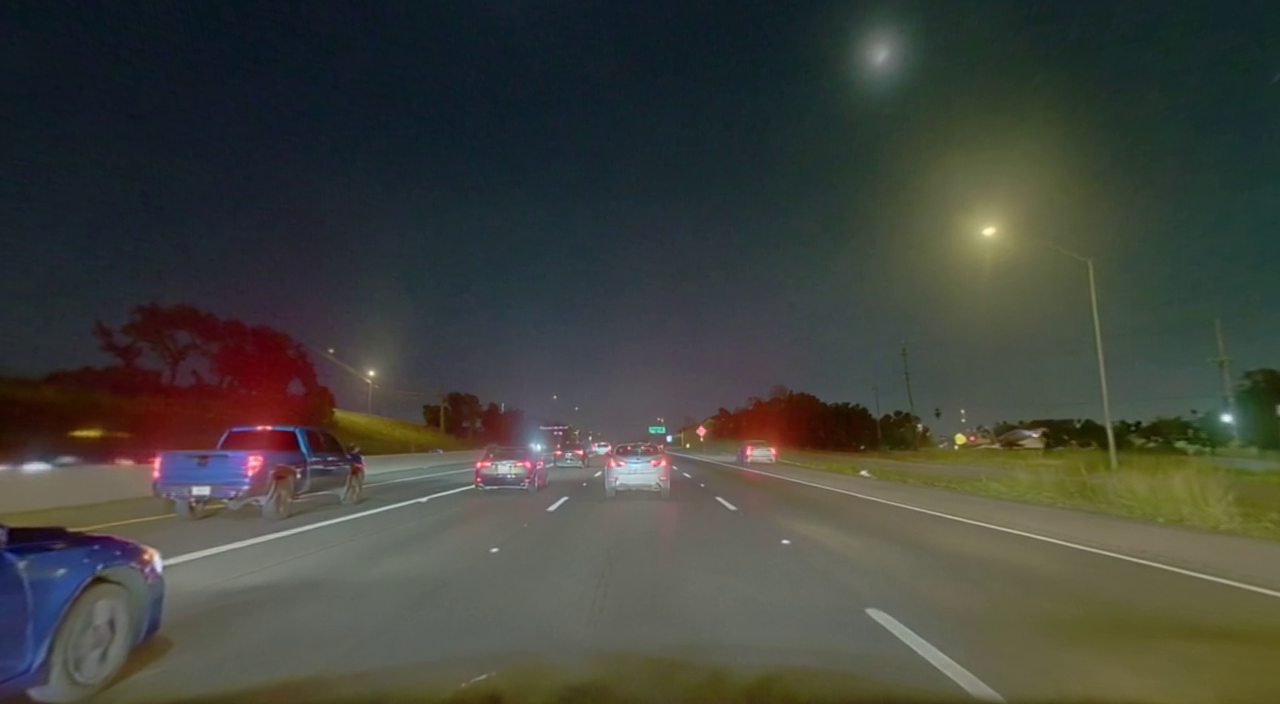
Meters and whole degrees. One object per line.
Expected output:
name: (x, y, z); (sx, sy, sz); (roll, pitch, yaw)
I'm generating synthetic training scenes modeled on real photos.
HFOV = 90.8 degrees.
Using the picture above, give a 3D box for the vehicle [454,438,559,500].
vehicle: (-3.434, 3.094, 17.131); (1.899, 1.437, 4.131); (0, -8, 1)

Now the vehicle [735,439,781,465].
vehicle: (8.103, 6.922, 43.975); (2.205, 1.701, 4.601); (0, -8, -2)

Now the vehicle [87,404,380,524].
vehicle: (-7.747, 2.227, 13.078); (2.194, 1.922, 5.637); (0, -8, 1)

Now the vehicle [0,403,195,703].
vehicle: (-3.812, 0.802, 1.619); (1.955, 1.481, 4.604); (0, -8, 0)

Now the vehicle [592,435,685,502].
vehicle: (-0.078, 2.960, 16.562); (2.102, 1.499, 4.439); (0, -8, -1)
